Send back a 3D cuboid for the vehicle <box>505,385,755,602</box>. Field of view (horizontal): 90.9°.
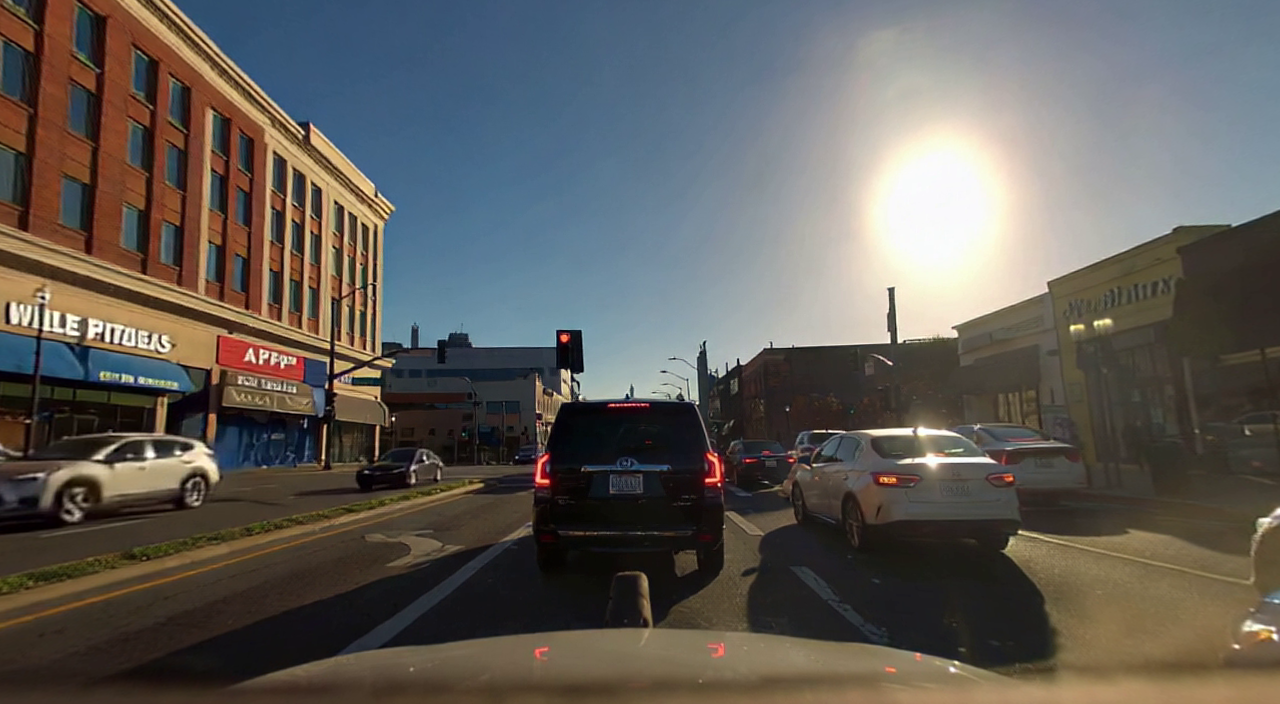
[{"bbox_3d":[-0.002,1.534,7.672,2.154,1.861,4.280,0,-8,2],"label":"vehicle"}]

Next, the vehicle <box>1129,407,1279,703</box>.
[{"bbox_3d":[3.370,0.724,0.809,1.884,1.484,4.609,0,-8,2],"label":"vehicle"}]

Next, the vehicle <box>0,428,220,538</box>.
[{"bbox_3d":[-11.868,2.606,13.326,2.224,1.840,5.290,0,-8,1],"label":"vehicle"}]

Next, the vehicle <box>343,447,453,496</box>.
[{"bbox_3d":[-8.146,4.043,21.715,1.930,1.484,4.252,0,-8,2],"label":"vehicle"}]

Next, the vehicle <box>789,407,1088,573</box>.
[{"bbox_3d":[3.627,1.752,8.793,2.036,1.719,4.318,0,-8,0],"label":"vehicle"}]
